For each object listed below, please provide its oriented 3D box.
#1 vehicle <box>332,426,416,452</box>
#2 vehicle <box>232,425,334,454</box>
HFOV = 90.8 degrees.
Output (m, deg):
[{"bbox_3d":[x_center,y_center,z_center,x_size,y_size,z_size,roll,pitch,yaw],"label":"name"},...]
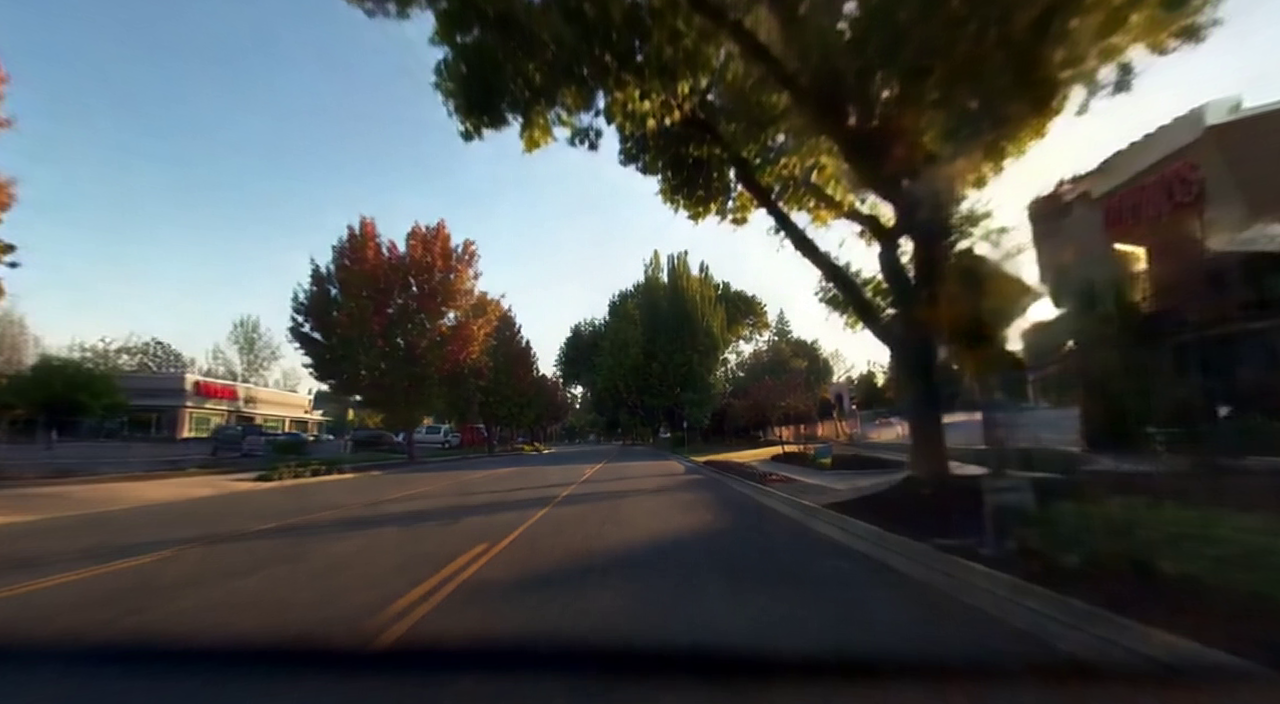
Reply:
[{"bbox_3d":[-19.425,6.388,46.333,5.109,1.891,2.206,0,-8,-1],"label":"vehicle"},{"bbox_3d":[-18.549,4.577,32.966,4.238,1.459,1.753,0,-9,2],"label":"vehicle"}]
